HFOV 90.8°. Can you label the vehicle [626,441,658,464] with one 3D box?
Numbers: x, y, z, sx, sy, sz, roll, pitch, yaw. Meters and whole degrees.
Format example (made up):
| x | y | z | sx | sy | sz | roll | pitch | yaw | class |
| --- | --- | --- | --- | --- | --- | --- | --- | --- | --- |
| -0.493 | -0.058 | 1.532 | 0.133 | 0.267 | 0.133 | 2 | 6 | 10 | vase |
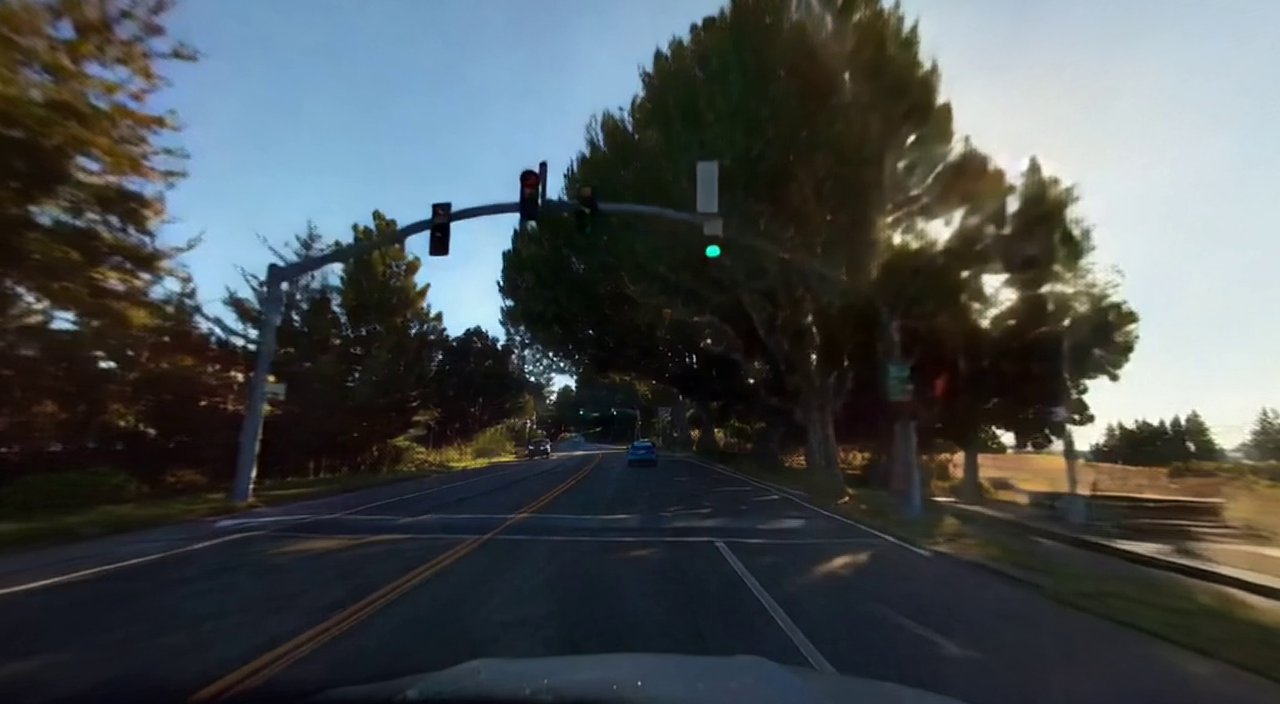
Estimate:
| x | y | z | sx | sy | sz | roll | pitch | yaw | class |
| --- | --- | --- | --- | --- | --- | --- | --- | --- | --- |
| 0.183 | 6.933 | 43.801 | 2.042 | 1.489 | 3.963 | 0 | -8 | 2 | vehicle |
